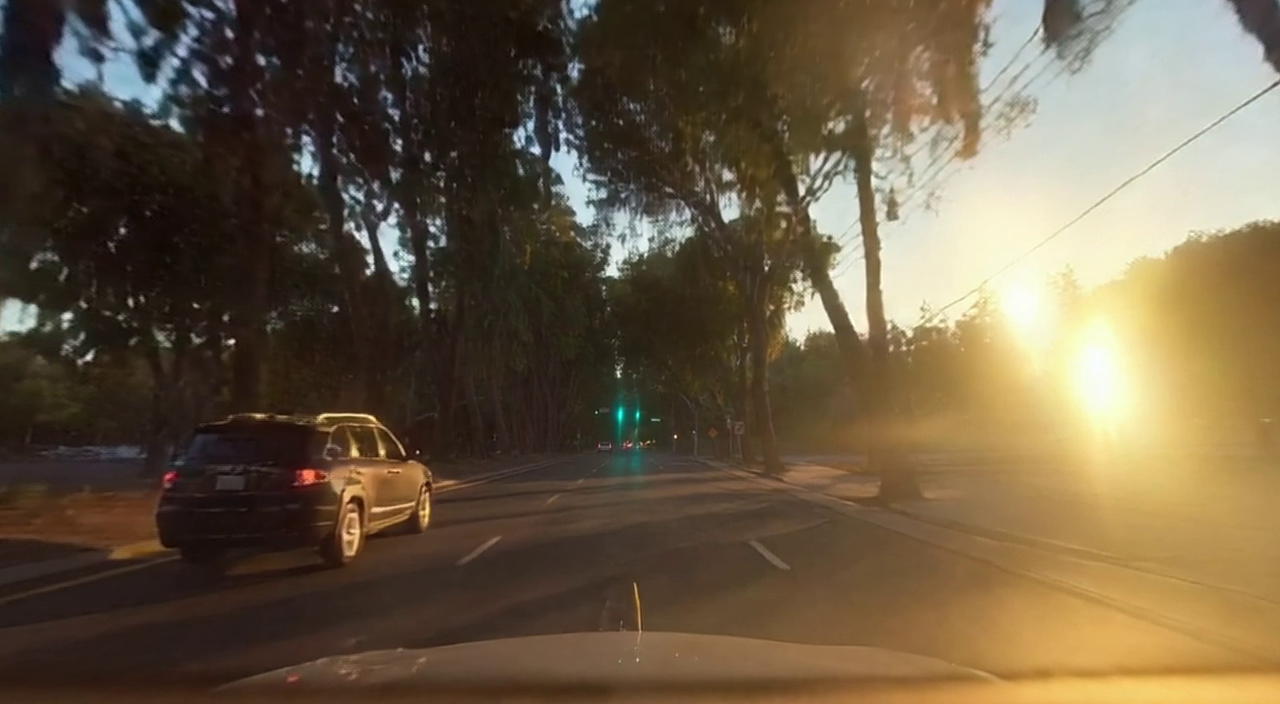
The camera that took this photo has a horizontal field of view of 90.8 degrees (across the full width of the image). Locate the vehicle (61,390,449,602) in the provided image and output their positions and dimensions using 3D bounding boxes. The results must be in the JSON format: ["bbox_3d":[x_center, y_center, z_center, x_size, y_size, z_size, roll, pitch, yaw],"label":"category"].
[{"bbox_3d":[-3.838,1.500,7.335,2.018,1.769,3.897,0,-8,-1],"label":"vehicle"}]
